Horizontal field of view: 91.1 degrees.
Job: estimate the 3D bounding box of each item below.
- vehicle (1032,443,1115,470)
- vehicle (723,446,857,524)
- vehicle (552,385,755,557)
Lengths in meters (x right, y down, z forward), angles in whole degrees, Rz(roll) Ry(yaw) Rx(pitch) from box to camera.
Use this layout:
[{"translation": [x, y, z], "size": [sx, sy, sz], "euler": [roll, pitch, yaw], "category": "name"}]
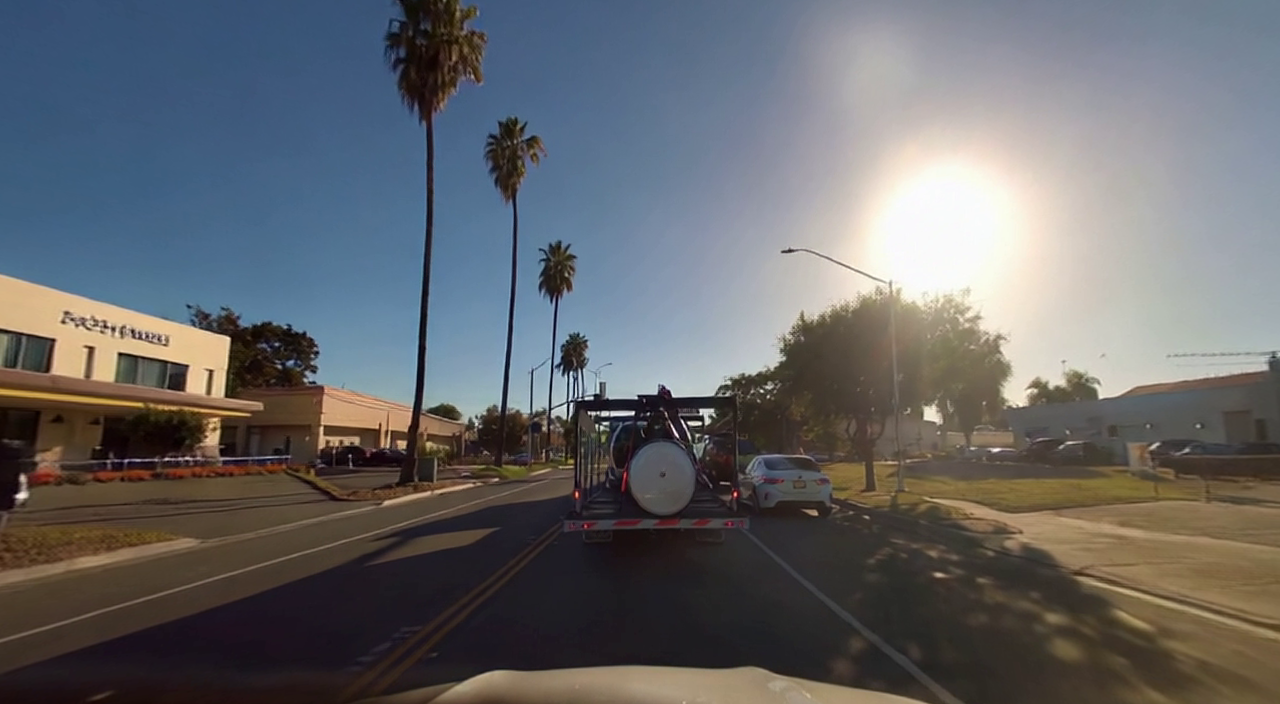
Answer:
[{"translation": [28.529, 6.864, 41.500], "size": [4.193, 1.633, 1.928], "euler": [-4, -9, 26], "category": "vehicle"}, {"translation": [3.198, 2.908, 14.330], "size": [2.010, 1.499, 4.107], "euler": [0, -9, 0], "category": "vehicle"}, {"translation": [0.187, 2.093, 11.800], "size": [2.728, 2.305, 6.506], "euler": [0, -9, 0], "category": "vehicle"}]
